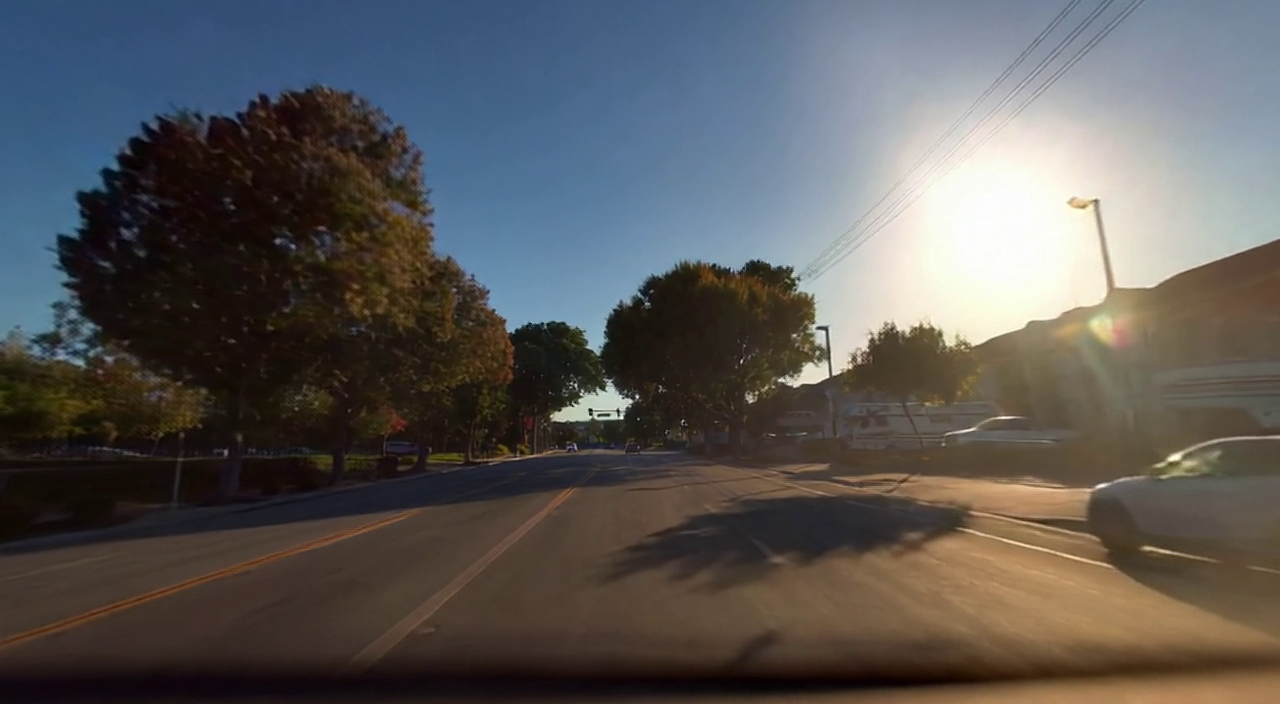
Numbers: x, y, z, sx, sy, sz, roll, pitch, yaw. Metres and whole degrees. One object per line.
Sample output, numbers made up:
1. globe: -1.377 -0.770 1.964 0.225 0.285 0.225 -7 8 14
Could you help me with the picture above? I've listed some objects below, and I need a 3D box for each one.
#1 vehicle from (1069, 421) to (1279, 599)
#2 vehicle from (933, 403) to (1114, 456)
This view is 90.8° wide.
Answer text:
1. vehicle: 6.287 1.338 5.441 1.993 1.461 4.269 1 -9 -4
2. vehicle: 15.639 3.205 26.025 5.979 2.037 2.159 0 -9 0
